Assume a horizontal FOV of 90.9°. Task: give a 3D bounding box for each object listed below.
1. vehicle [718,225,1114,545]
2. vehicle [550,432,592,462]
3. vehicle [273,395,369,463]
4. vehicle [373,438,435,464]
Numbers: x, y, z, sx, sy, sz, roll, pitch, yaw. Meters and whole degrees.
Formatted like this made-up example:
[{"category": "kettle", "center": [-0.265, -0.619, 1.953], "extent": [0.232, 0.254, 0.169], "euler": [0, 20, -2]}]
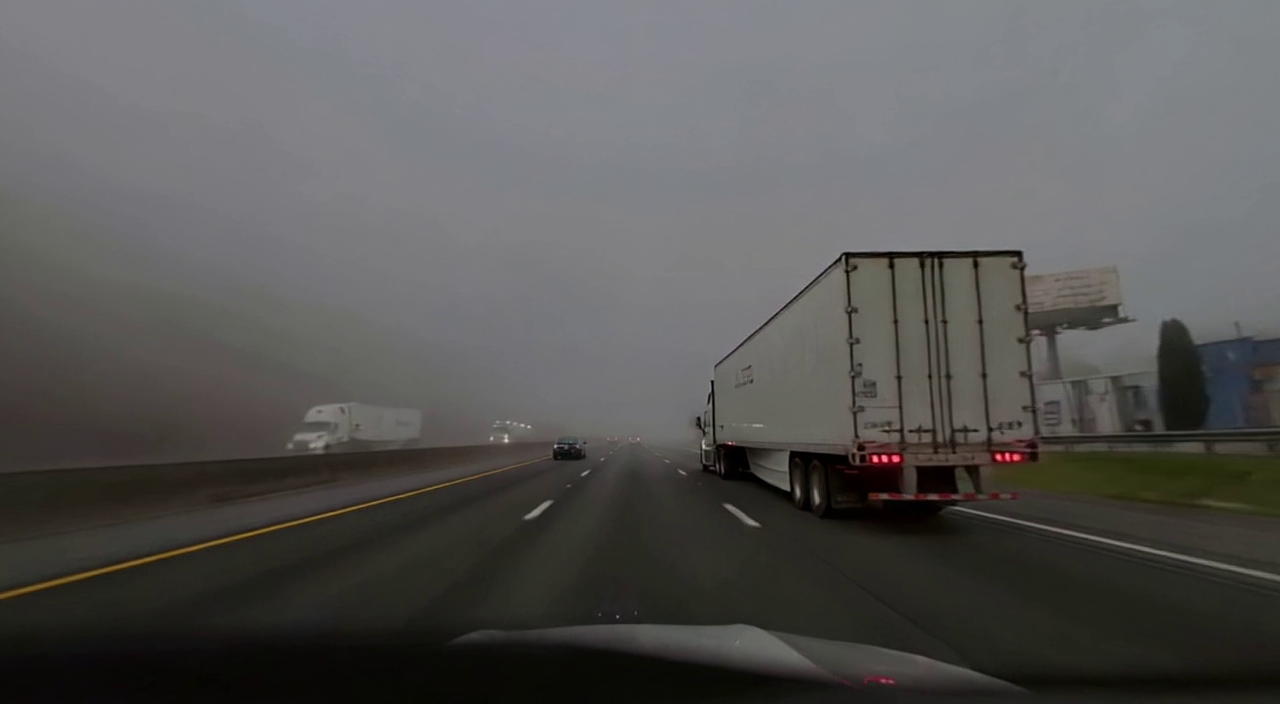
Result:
[{"category": "vehicle", "center": [3.928, 1.084, 13.139], "extent": [2.871, 3.815, 11.331], "euler": [0, -8, -1]}, {"category": "vehicle", "center": [-3.611, 5.066, 33.701], "extent": [1.930, 1.484, 3.849], "euler": [0, -8, -1]}, {"category": "vehicle", "center": [-20.268, 4.971, 40.497], "extent": [3.028, 3.981, 5.863], "euler": [0, -8, 0]}, {"category": "vehicle", "center": [-14.553, 6.110, 39.144], "extent": [1.984, 1.458, 4.737], "euler": [0, -8, 1]}]
